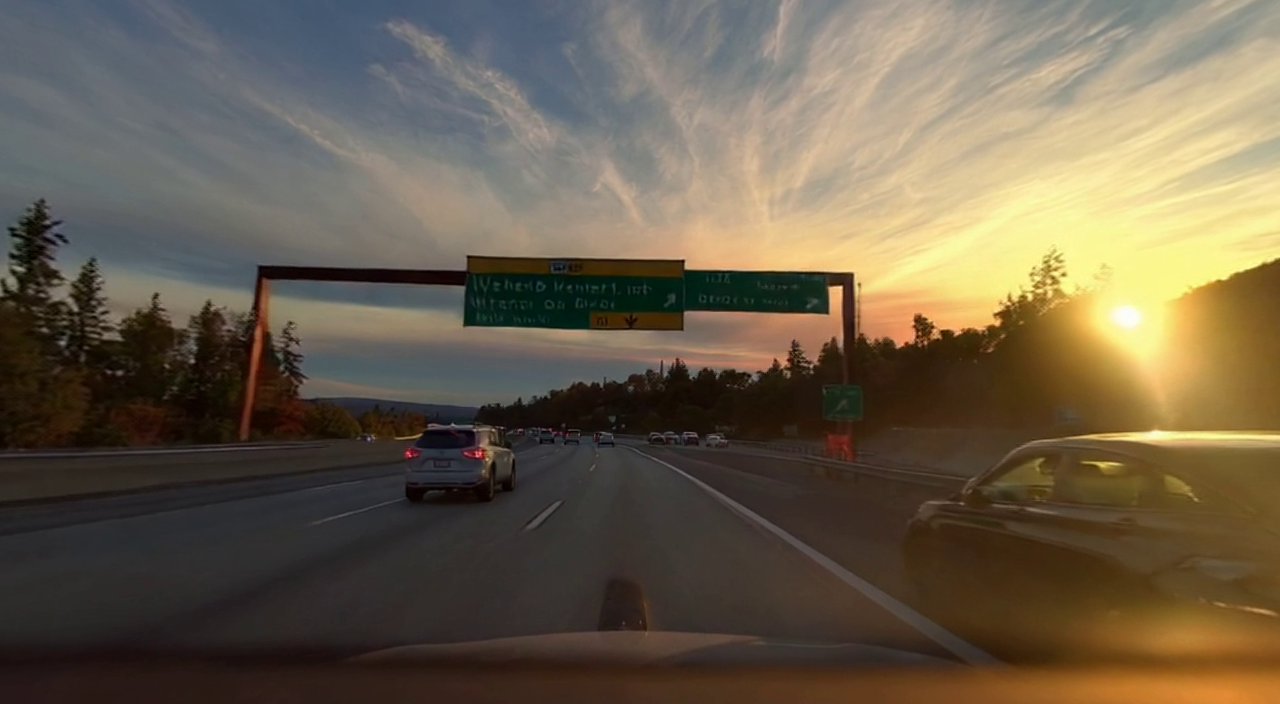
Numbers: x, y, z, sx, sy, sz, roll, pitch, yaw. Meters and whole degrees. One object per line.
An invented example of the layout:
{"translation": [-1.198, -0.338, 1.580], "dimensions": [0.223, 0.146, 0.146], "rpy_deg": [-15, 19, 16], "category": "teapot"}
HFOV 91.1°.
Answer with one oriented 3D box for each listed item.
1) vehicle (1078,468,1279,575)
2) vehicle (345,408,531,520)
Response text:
{"translation": [14.120, 3.989, 15.567], "dimensions": [2.179, 1.976, 5.545], "rpy_deg": [1, -8, -5], "category": "vehicle"}
{"translation": [-3.730, 2.182, 12.763], "dimensions": [2.142, 1.789, 5.009], "rpy_deg": [0, -8, 0], "category": "vehicle"}
